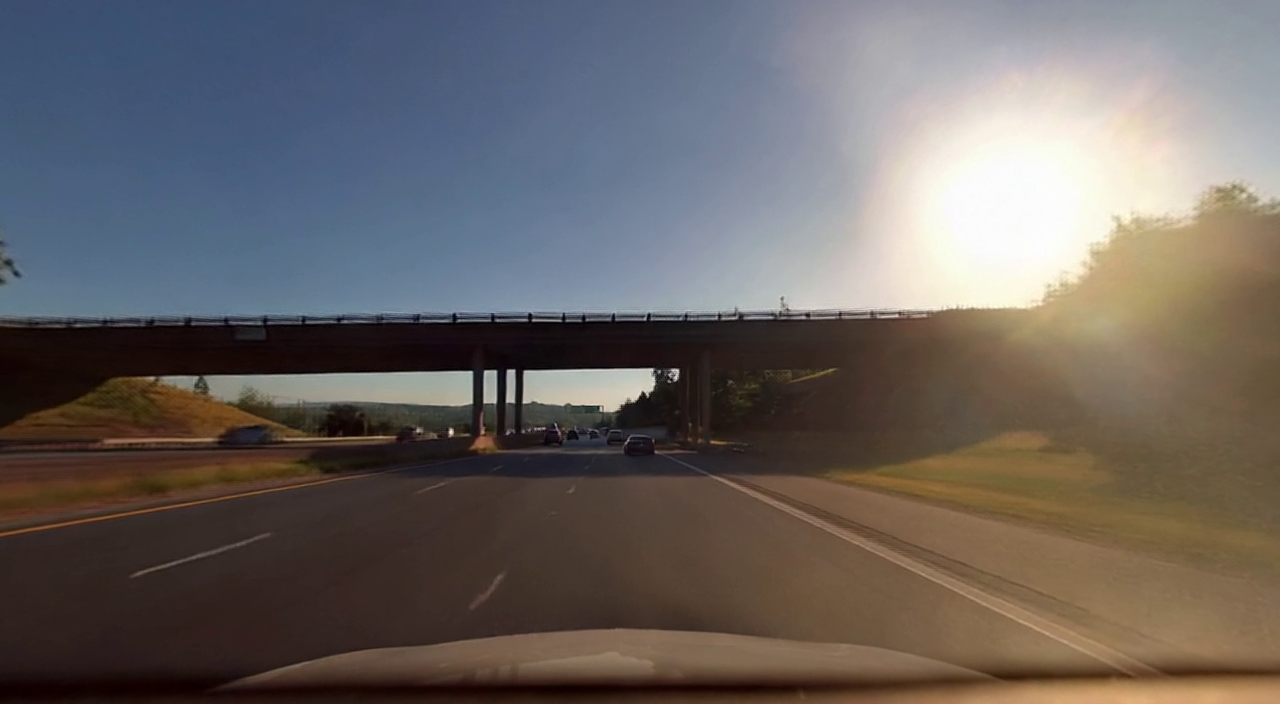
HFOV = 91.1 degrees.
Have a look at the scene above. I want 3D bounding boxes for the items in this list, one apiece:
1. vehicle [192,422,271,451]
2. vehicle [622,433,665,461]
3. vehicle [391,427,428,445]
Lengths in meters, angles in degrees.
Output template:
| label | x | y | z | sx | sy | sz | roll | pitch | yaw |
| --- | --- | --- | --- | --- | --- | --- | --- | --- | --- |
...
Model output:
| label | x | y | z | sx | sy | sz | roll | pitch | yaw |
| --- | --- | --- | --- | --- | --- | --- | --- | --- | --- |
| vehicle | -21.287 | 4.419 | 32.932 | 1.746 | 1.401 | 3.823 | 1 | -8 | -4 |
| vehicle | 0.091 | 4.809 | 32.174 | 1.999 | 1.329 | 3.913 | 0 | -8 | -3 |
| vehicle | -17.773 | 6.480 | 48.557 | 1.622 | 1.361 | 3.497 | 0 | -8 | -2 |
